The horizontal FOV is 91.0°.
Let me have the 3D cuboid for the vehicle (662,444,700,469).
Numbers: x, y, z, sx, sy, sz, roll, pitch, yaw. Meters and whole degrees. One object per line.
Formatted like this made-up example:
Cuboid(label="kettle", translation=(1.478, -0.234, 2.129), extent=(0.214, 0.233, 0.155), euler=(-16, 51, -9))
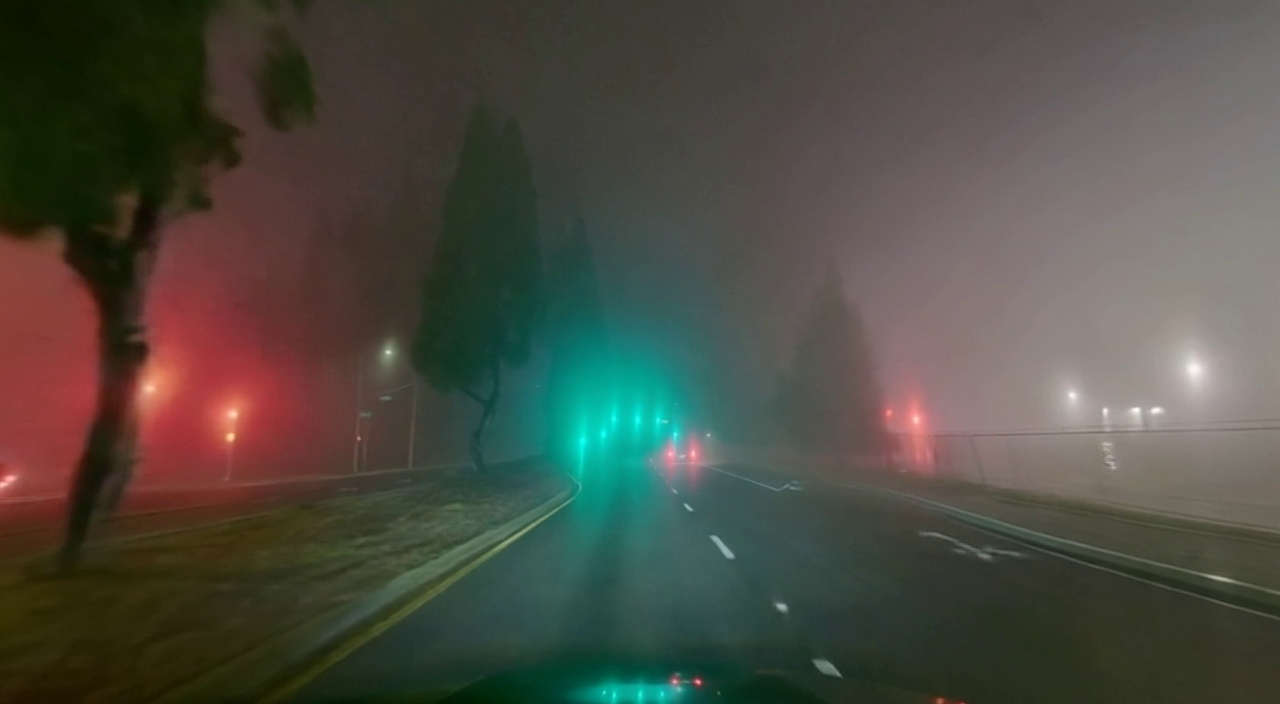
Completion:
Cuboid(label="vehicle", translation=(2.522, 6.606, 39.846), extent=(2.105, 1.490, 4.008), euler=(0, -9, -1))
